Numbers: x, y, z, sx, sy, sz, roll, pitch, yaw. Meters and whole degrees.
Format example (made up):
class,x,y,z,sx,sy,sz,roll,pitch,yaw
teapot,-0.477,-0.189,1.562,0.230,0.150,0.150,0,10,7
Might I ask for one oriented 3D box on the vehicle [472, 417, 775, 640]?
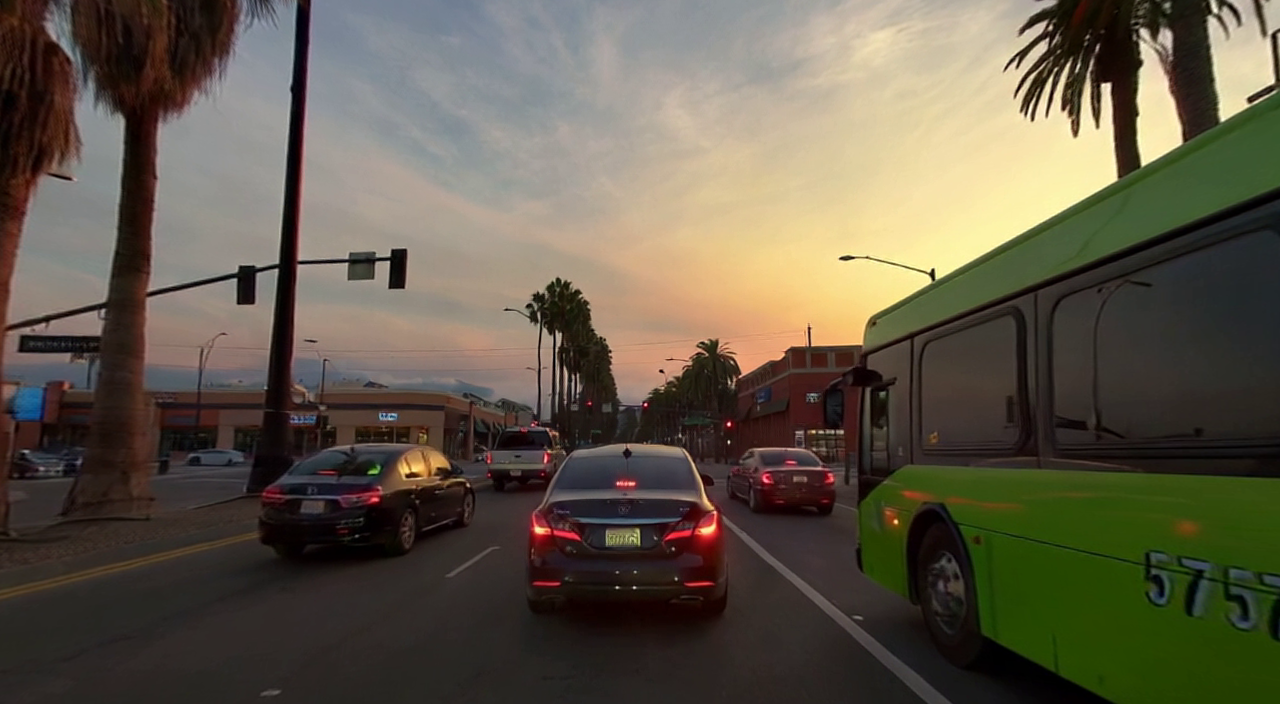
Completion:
class,x,y,z,sx,sy,sz,roll,pitch,yaw
vehicle,-0.122,1.495,6.300,2.060,1.499,3.831,0,-9,0

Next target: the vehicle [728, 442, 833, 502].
class,x,y,z,sx,sy,sz,roll,pitch,yaw
vehicle,3.790,3.314,17.922,1.989,1.467,4.364,0,-9,0

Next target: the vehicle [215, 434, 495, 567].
class,x,y,z,sx,sy,sz,roll,pitch,yaw
vehicle,-3.566,1.921,8.955,1.919,1.415,4.178,0,-9,1

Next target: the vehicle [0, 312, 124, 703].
class,x,y,z,sx,sy,sz,roll,pitch,yaw
vehicle,-3.564,0.469,0.388,2.145,1.824,4.974,0,-9,2

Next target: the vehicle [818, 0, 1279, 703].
class,x,y,z,sx,sy,sz,roll,pitch,yaw
vehicle,3.568,-0.558,0.644,3.068,4.026,13.534,0,-9,1
